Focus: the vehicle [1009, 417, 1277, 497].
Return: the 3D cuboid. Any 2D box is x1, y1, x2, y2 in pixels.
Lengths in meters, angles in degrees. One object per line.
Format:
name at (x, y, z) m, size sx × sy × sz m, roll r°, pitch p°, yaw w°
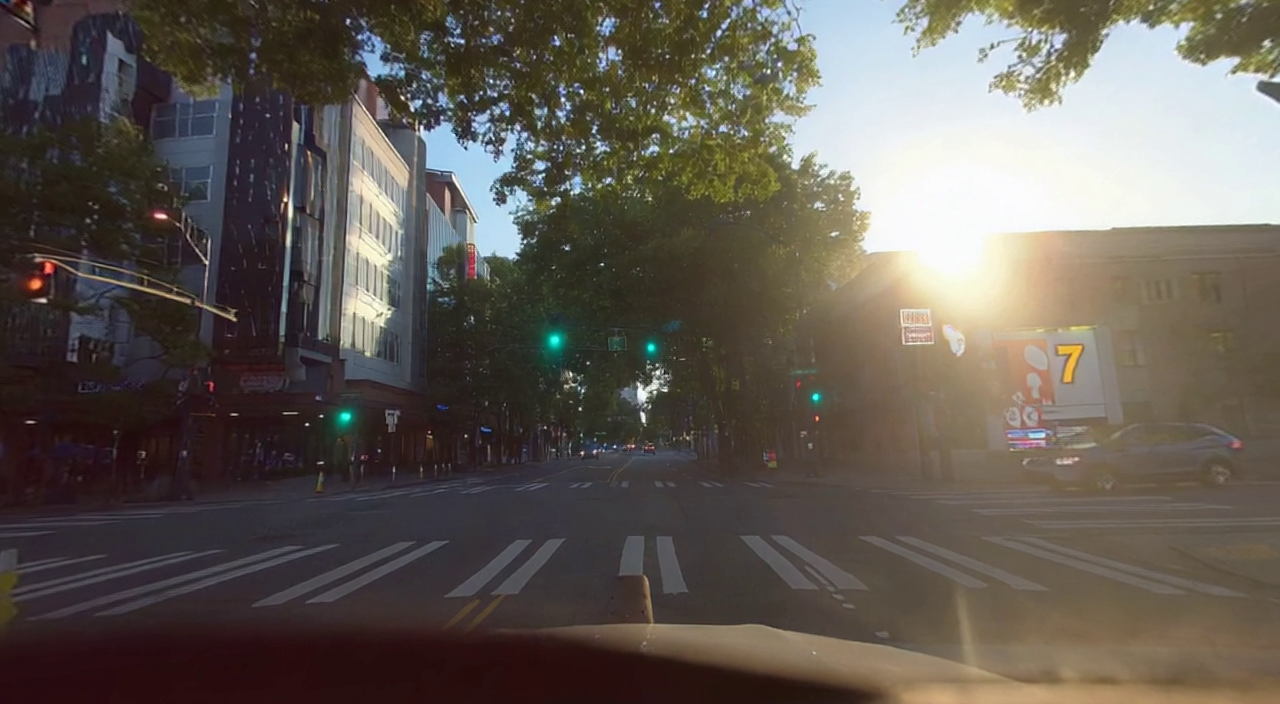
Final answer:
vehicle at (12.159, 2.562, 15.518) m, size 4.836 × 1.795 × 1.957 m, roll 0°, pitch -8°, yaw 0°
